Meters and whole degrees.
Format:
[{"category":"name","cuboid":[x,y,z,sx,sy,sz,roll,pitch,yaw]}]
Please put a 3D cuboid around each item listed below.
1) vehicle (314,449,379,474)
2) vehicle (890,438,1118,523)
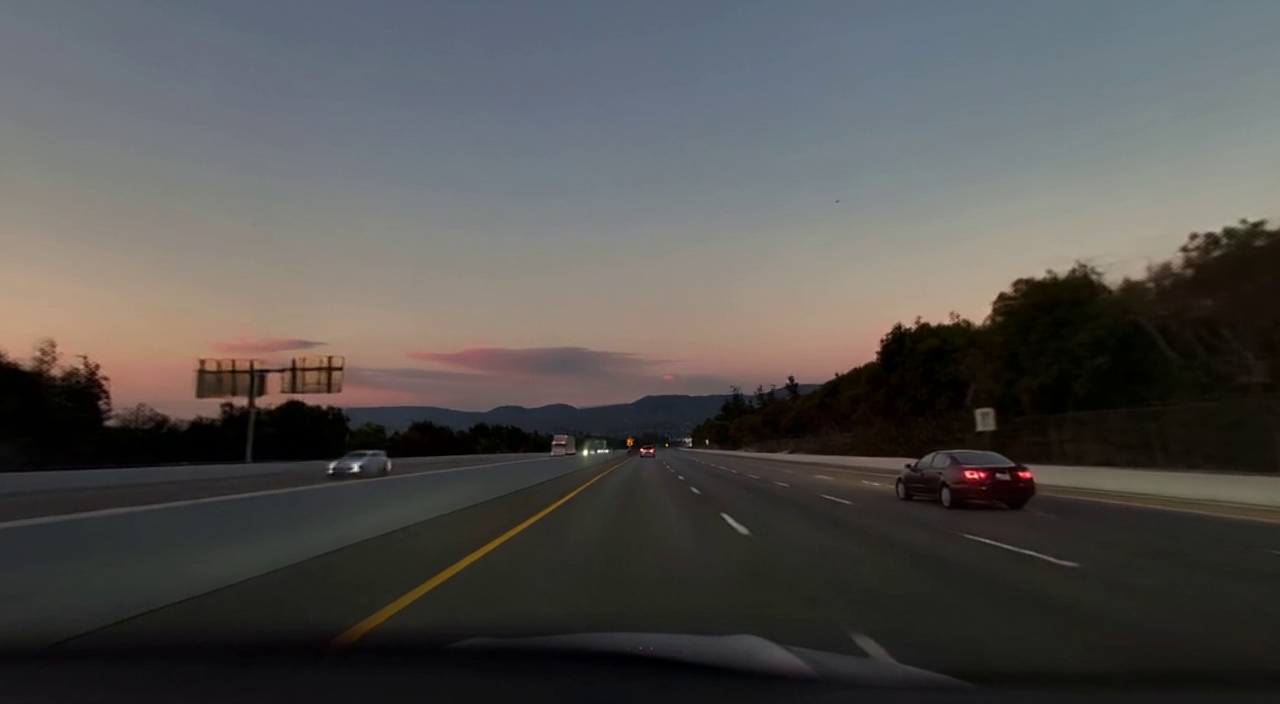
[{"category":"vehicle","cuboid":[-18.752,6.998,40.535,1.892,1.493,4.485,-1,-8,2]},{"category":"vehicle","cuboid":[7.670,2.717,14.051,2.093,1.525,4.865,0,-8,-1]}]
